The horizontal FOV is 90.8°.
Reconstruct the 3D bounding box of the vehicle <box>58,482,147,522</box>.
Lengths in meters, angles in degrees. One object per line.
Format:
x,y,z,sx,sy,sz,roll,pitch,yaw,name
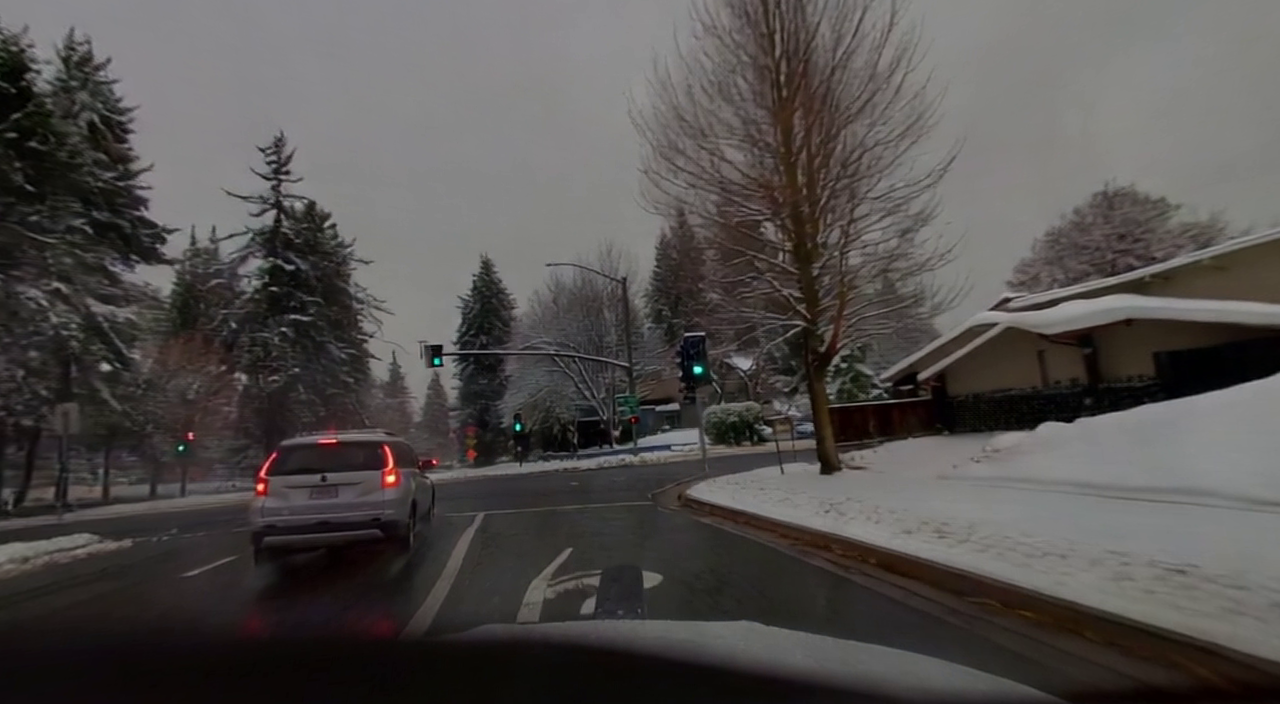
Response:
-27.662,7.689,32.695,1.943,1.677,4.176,3,-9,-18,vehicle

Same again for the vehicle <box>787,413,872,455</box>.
7.402,3.310,25.174,1.911,1.516,4.251,0,-9,-2,vehicle

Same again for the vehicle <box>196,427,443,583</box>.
-4.256,2.032,9.303,1.990,1.707,4.225,1,-9,-9,vehicle
